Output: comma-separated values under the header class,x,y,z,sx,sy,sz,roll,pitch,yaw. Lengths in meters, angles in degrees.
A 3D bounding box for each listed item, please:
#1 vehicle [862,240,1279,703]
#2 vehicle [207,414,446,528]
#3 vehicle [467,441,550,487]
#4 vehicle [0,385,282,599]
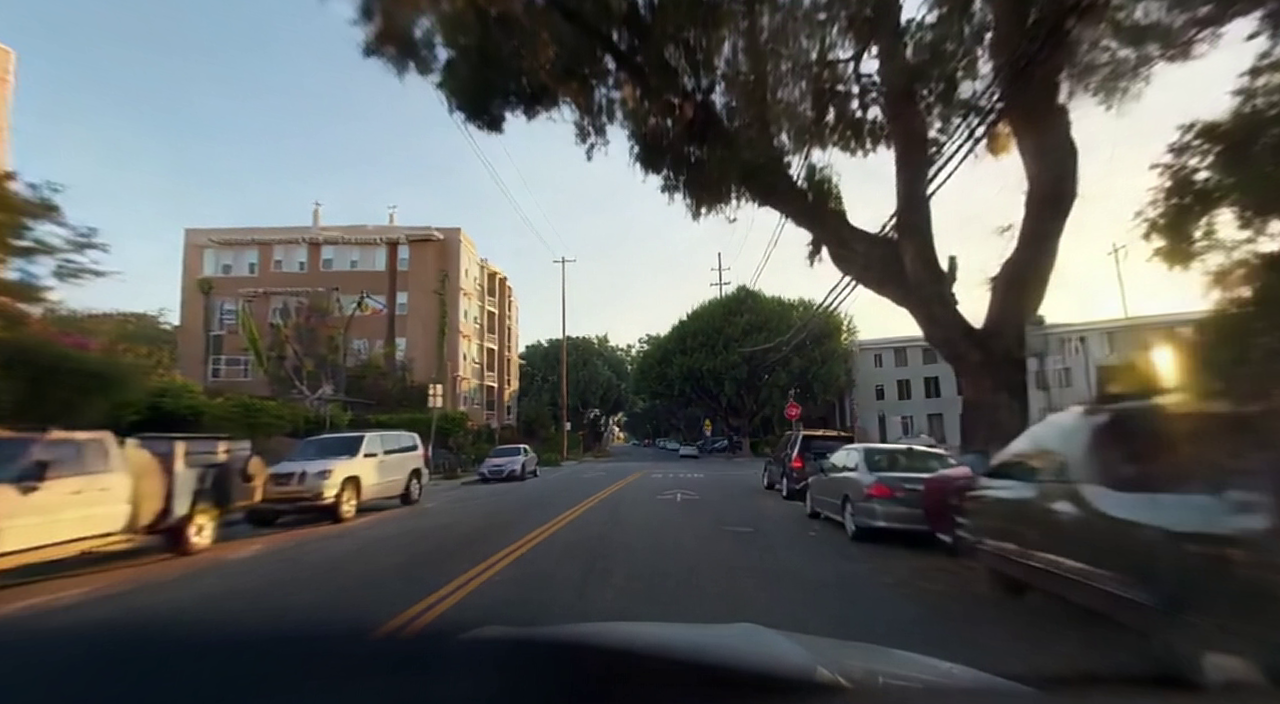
class,x,y,z,sx,sy,sz,roll,pitch,yaw
vehicle,3.145,0.850,3.203,2.248,1.964,5.736,-1,-9,4
vehicle,-6.197,2.437,13.497,2.158,1.929,5.184,-1,-9,4
vehicle,-5.037,4.346,24.875,1.922,1.505,4.502,-4,-8,5
vehicle,-6.802,1.581,7.199,2.270,1.881,5.412,-6,-9,1
